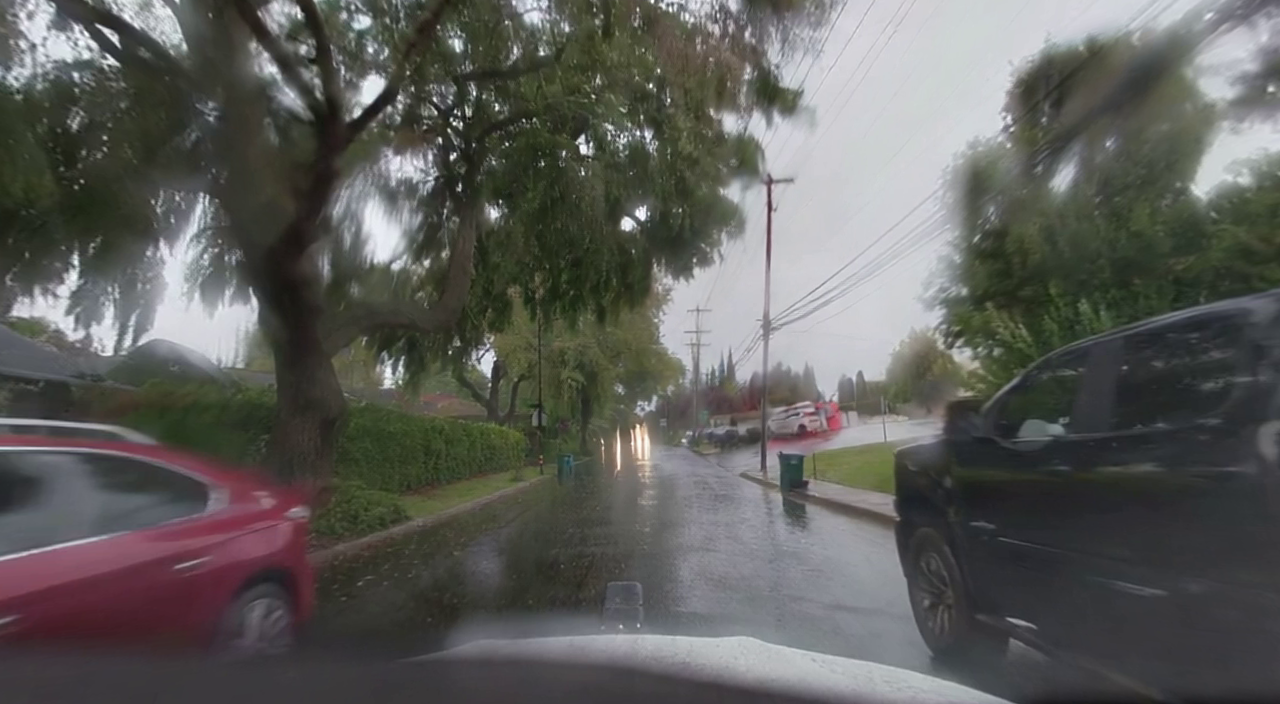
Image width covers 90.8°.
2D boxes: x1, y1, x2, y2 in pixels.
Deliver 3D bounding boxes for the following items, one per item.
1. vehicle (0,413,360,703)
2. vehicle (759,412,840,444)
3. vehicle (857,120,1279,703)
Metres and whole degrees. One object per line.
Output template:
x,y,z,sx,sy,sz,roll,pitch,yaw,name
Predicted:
-3.128,1.058,2.498,1.980,1.571,4.150,-1,-9,3,vehicle
10.366,4.984,41.030,4.780,1.984,1.896,3,-9,-19,vehicle
2.953,0.558,2.629,2.245,2.166,5.242,0,-9,0,vehicle
